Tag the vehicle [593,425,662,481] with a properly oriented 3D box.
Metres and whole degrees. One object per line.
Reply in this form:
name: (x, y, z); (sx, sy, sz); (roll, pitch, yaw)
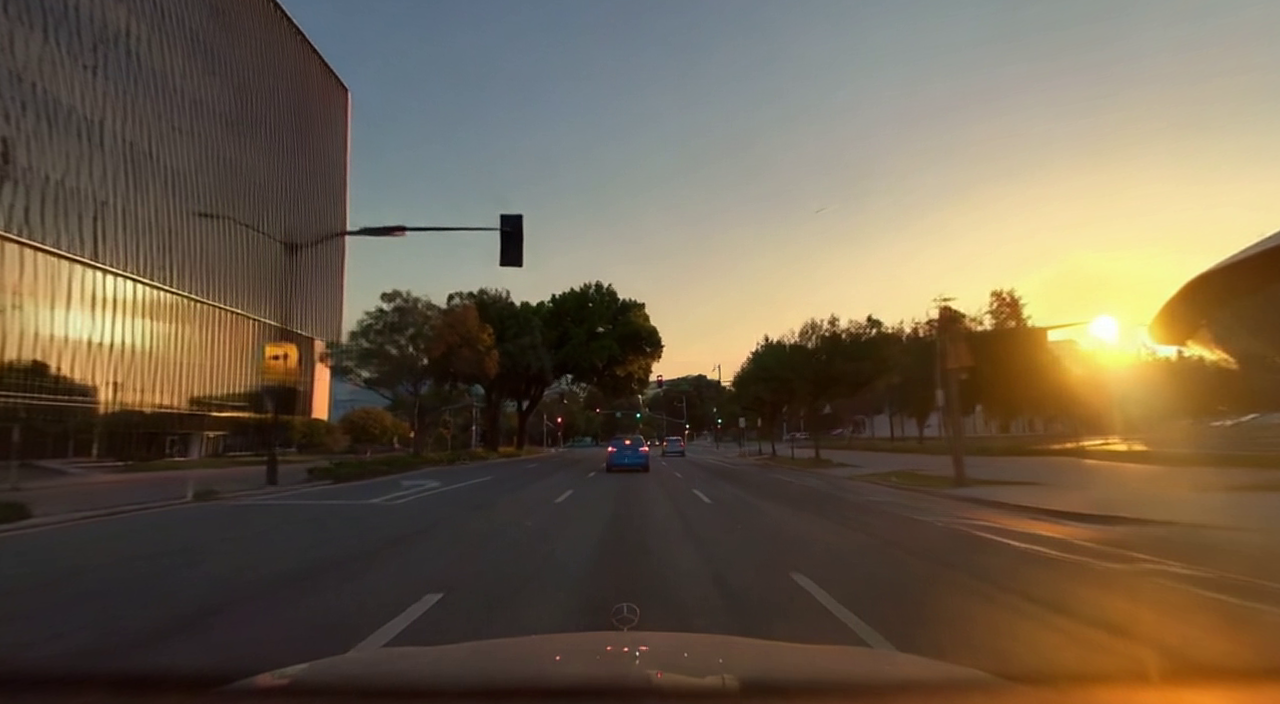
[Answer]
vehicle: (-0.444, 3.725, 23.556); (2.313, 1.860, 4.319); (0, -9, -1)
